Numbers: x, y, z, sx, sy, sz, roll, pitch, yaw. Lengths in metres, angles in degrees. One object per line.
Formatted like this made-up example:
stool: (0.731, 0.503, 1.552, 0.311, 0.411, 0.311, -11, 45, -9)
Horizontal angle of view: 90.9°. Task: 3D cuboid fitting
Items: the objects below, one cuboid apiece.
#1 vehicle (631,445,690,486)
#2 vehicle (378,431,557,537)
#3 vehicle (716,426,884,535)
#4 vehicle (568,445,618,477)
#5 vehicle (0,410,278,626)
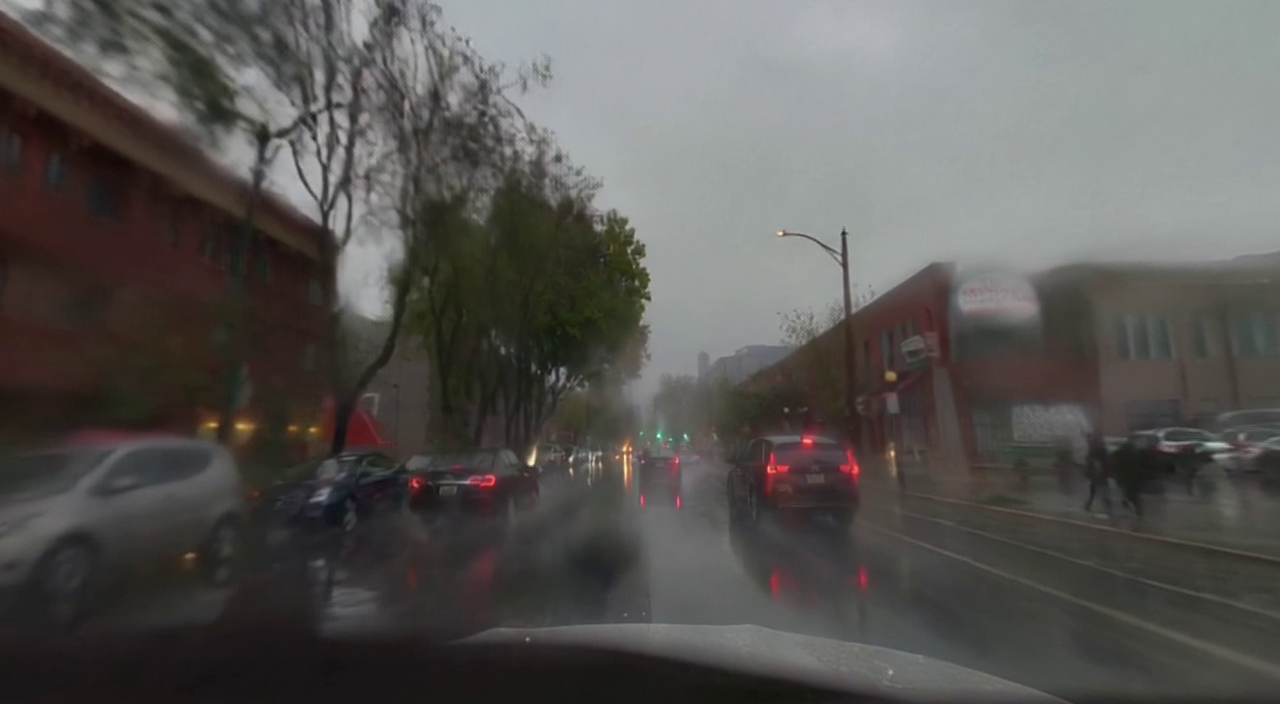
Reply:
vehicle: (0.761, 4.433, 24.984, 2.139, 1.466, 4.373, 0, -9, 1)
vehicle: (-2.960, 2.362, 11.866, 2.085, 1.619, 3.976, -1, -9, 2)
vehicle: (2.815, 2.377, 12.296, 2.094, 1.709, 4.394, 0, -9, 0)
vehicle: (-2.299, 5.521, 32.167, 2.019, 1.507, 4.643, -1, -9, 2)
vehicle: (-5.996, 1.563, 6.600, 1.867, 1.692, 4.188, 0, -9, 0)
